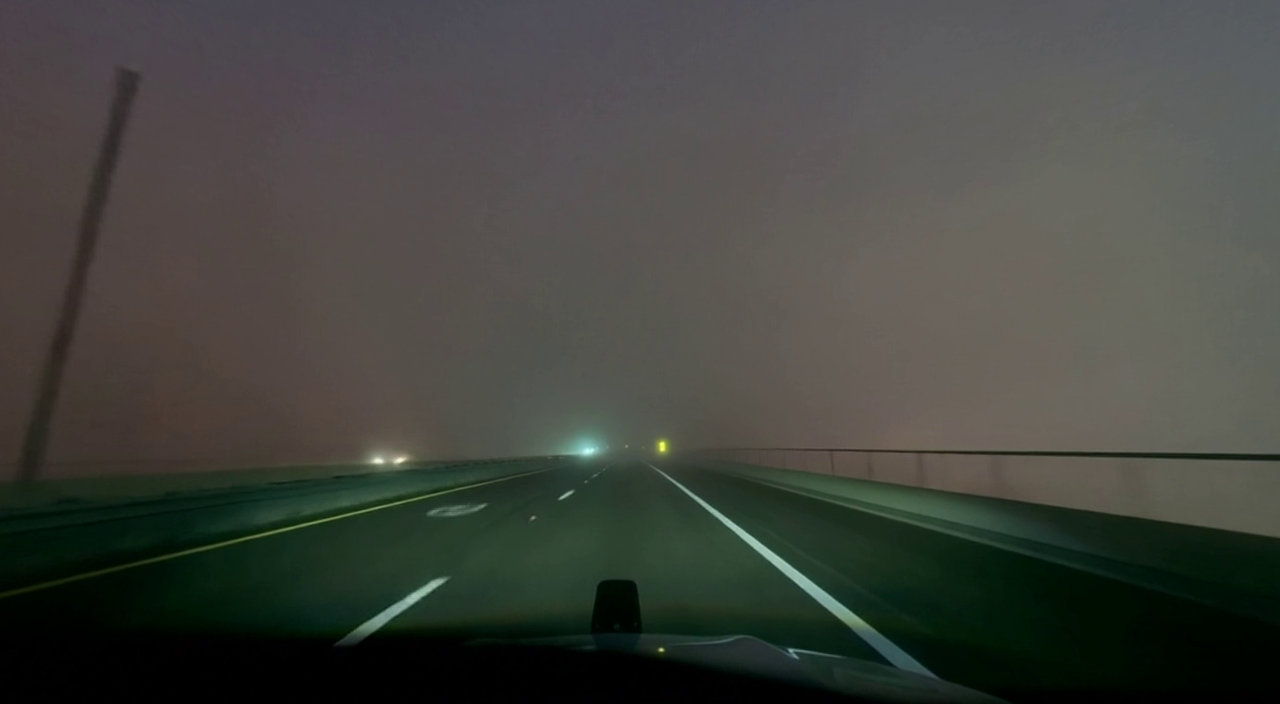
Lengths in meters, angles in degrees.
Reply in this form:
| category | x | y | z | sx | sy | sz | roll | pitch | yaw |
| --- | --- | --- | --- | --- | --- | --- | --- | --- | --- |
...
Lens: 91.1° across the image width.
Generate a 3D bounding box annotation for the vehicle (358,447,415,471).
| category | x | y | z | sx | sy | sz | roll | pitch | yaw |
| --- | --- | --- | --- | --- | --- | --- | --- | --- | --- |
| vehicle | -17.108 | 7.252 | 42.722 | 1.928 | 1.475 | 4.749 | 0 | -9 | 0 |
